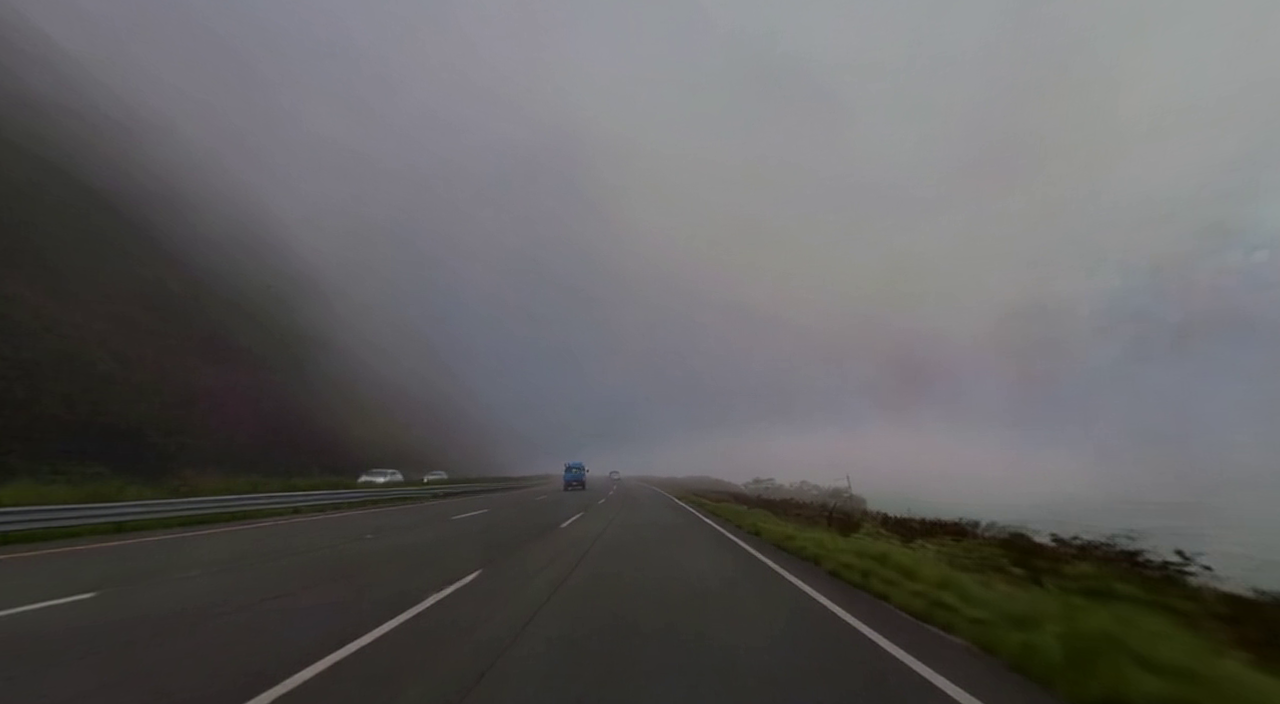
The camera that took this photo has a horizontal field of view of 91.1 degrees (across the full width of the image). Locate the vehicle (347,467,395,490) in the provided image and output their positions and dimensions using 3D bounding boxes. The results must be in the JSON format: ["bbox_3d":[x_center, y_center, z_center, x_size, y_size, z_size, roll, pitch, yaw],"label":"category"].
[{"bbox_3d":[-21.000,9.895,49.212,1.733,1.646,4.204,1,-11,1],"label":"vehicle"}]
